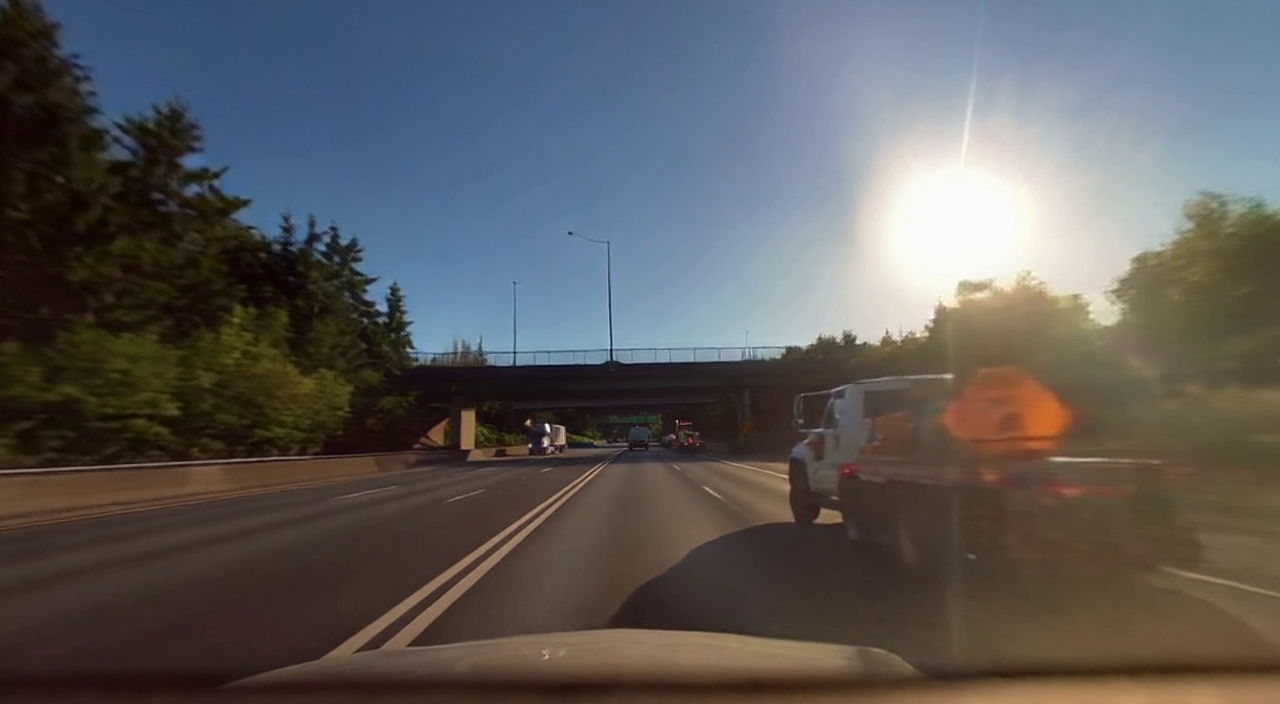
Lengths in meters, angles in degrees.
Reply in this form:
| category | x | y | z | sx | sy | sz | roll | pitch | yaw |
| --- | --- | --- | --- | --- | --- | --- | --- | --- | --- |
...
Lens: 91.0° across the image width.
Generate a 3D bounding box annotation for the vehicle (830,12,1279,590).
| category | x | y | z | sx | sy | sz | roll | pitch | yaw |
| --- | --- | --- | --- | --- | --- | --- | --- | --- | --- |
| vehicle | 4.490 | -0.145 | 7.025 | 2.875 | 4.206 | 4.999 | -3 | -9 | 0 |
